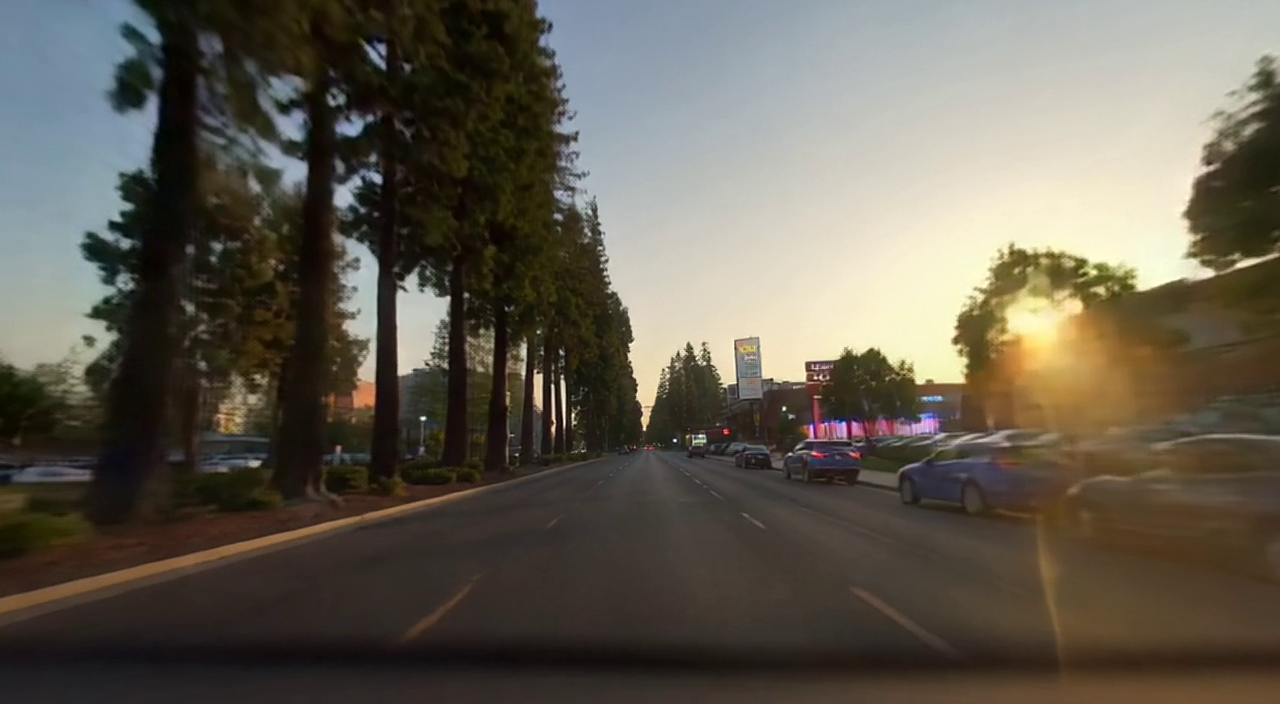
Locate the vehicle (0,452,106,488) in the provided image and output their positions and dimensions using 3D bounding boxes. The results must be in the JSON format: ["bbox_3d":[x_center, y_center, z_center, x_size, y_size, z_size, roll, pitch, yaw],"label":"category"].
[{"bbox_3d":[-32.265,6.339,33.895,4.963,1.714,2.311,-2,-9,-1],"label":"vehicle"}]

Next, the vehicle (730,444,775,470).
[{"bbox_3d":[7.376,6.910,41.765,2.122,1.602,4.928,-1,-9,1],"label":"vehicle"}]

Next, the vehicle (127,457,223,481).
[{"bbox_3d":[-31.452,7.901,42.739,4.795,1.555,2.221,0,-9,2],"label":"vehicle"}]

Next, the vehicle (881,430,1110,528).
[{"bbox_3d":[6.945,2.515,13.124,1.986,1.634,4.783,0,-8,0],"label":"vehicle"}]

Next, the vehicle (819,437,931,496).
[{"bbox_3d":[7.141,3.500,19.679,1.919,1.616,4.315,0,-8,1],"label":"vehicle"}]

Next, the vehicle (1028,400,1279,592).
[{"bbox_3d":[6.886,1.492,6.984,2.084,1.736,4.754,0,-9,0],"label":"vehicle"}]

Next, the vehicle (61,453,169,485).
[{"bbox_3d":[-32.225,7.178,38.754,4.663,1.861,2.194,0,-9,2],"label":"vehicle"}]
